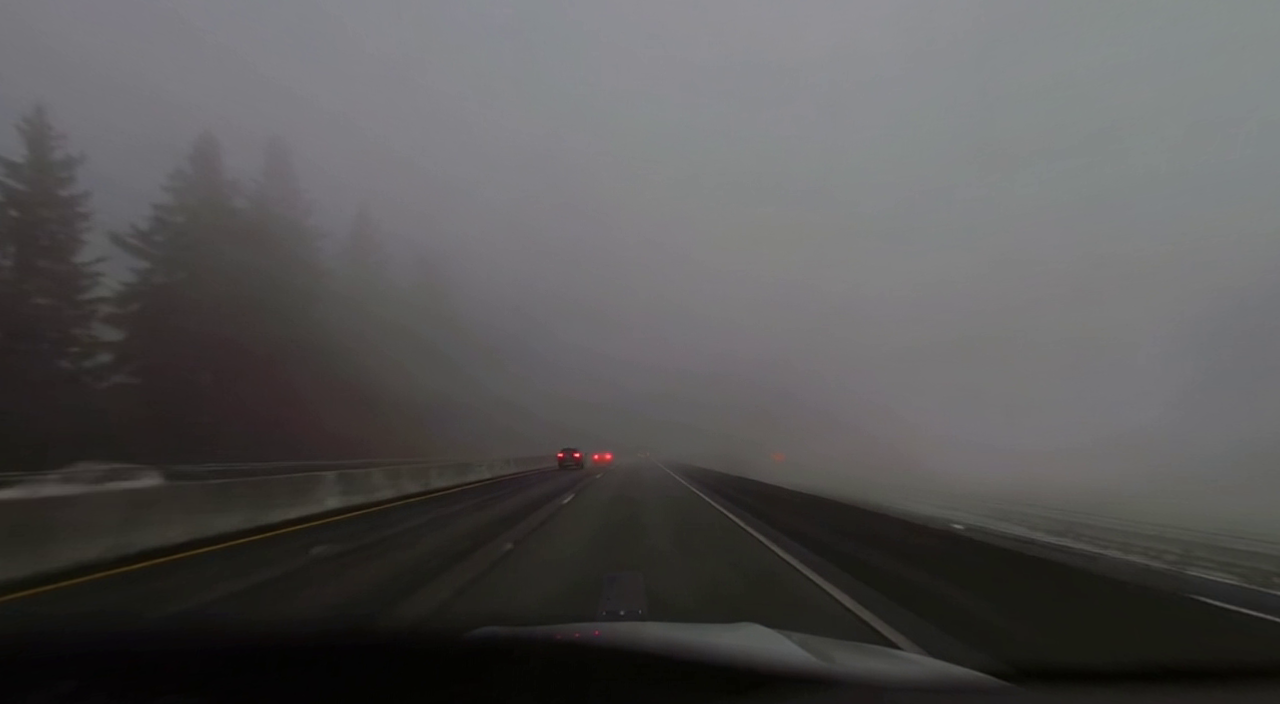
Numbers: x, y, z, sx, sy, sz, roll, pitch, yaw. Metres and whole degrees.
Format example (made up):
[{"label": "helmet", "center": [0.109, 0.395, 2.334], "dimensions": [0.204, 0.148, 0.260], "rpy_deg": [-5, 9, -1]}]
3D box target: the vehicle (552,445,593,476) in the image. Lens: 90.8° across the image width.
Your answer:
[{"label": "vehicle", "center": [-3.743, 6.128, 35.826], "dimensions": [1.846, 1.600, 4.108], "rpy_deg": [0, -9, 1]}]
